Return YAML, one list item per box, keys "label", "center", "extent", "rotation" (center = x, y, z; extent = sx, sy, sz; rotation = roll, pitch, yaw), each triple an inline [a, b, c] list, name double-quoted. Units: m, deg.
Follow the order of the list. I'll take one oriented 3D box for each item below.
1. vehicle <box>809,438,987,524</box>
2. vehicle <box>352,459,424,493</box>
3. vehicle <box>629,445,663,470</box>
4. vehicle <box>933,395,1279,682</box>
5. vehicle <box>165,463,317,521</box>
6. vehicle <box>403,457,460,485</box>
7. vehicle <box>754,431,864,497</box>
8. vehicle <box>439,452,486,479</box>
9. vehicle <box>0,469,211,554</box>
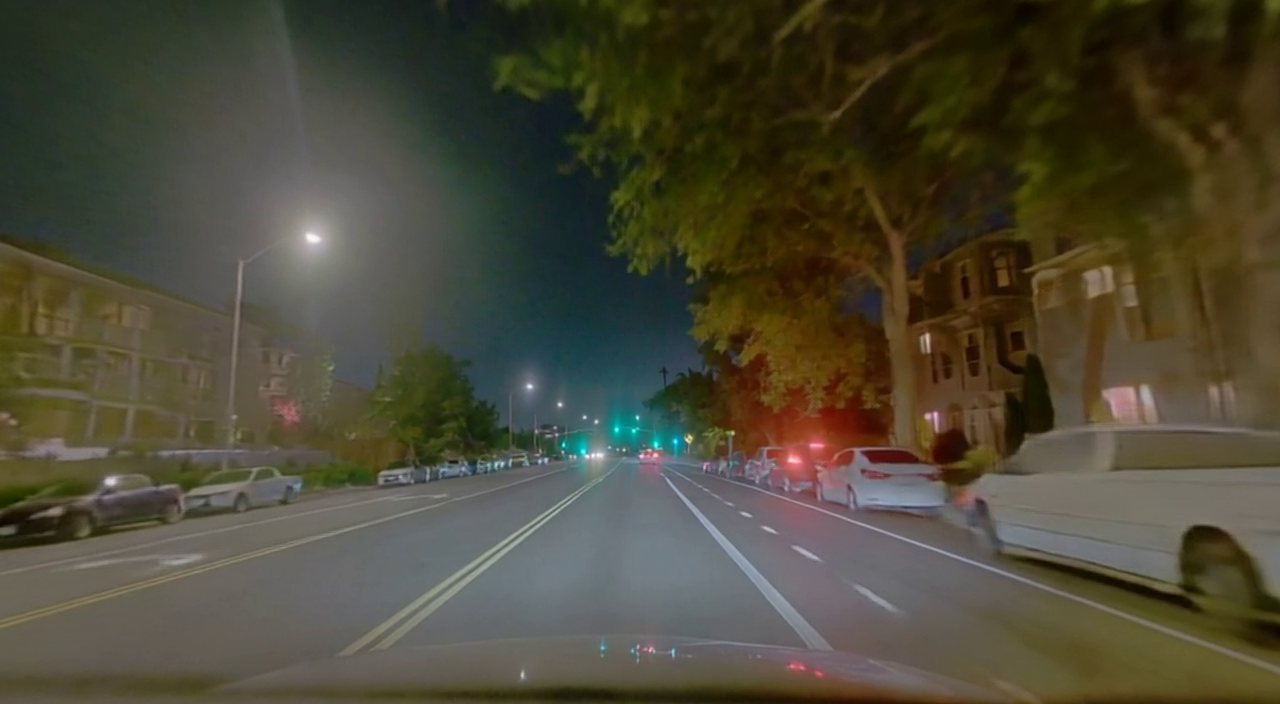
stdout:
- label: "vehicle"
  center: [5.096, 2.602, 13.280]
  extent: [1.839, 1.478, 4.459]
  rotation: [0, -9, 0]
- label: "vehicle"
  center: [-12.520, 6.146, 31.702]
  extent: [1.877, 1.505, 4.125]
  rotation: [0, -9, 0]
- label: "vehicle"
  center: [0.328, 6.614, 39.810]
  extent: [2.022, 1.471, 3.973]
  rotation: [0, -9, -1]
- label: "vehicle"
  center: [5.038, 1.413, 5.721]
  extent: [2.217, 1.775, 4.960]
  rotation: [0, -8, -2]
- label: "vehicle"
  center: [-12.359, 4.342, 20.029]
  extent: [1.853, 1.497, 4.527]
  rotation: [0, -9, 0]
- label: "vehicle"
  center: [-12.299, 7.034, 37.639]
  extent: [1.916, 1.463, 4.564]
  rotation: [0, -9, -1]
- label: "vehicle"
  center: [5.130, 3.486, 20.008]
  extent: [2.078, 1.813, 4.827]
  rotation: [0, -9, -1]
- label: "vehicle"
  center: [-12.163, 7.794, 43.602]
  extent: [1.905, 1.503, 5.015]
  rotation: [-4, -8, -1]
- label: "vehicle"
  center: [-12.615, 3.553, 14.672]
  extent: [1.969, 1.490, 4.675]
  rotation: [0, -9, 1]
